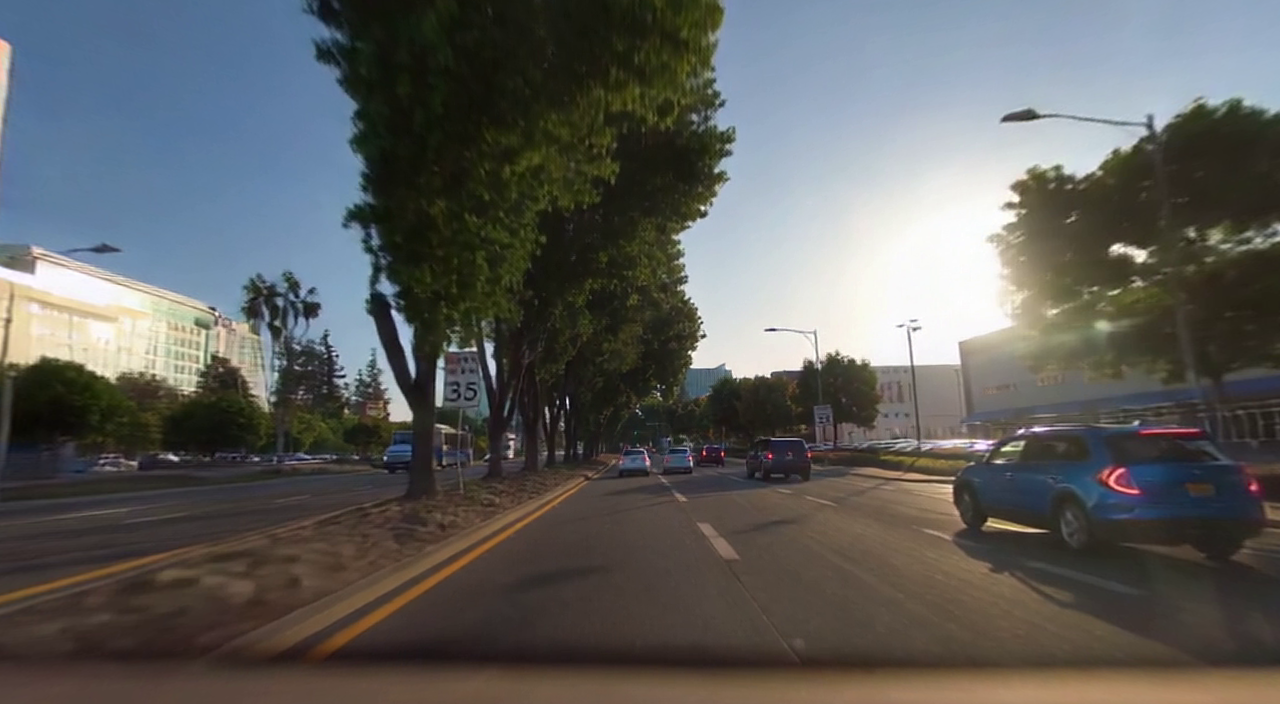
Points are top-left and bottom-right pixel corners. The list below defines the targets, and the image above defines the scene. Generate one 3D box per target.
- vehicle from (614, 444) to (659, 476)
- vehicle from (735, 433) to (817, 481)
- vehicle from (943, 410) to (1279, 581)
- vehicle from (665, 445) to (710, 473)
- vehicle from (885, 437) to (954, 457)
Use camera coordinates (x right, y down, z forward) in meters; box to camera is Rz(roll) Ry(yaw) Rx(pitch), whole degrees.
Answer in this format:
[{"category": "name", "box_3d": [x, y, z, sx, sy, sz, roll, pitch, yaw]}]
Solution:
[{"category": "vehicle", "box_3d": [-0.180, 5.138, 30.286, 2.056, 1.440, 3.798, 0, -8, -1]}, {"category": "vehicle", "box_3d": [5.499, 4.334, 26.309, 2.140, 1.811, 4.593, 0, -8, -3]}, {"category": "vehicle", "box_3d": [6.053, 1.714, 8.348, 1.949, 1.647, 4.261, 0, -8, 0]}, {"category": "vehicle", "box_3d": [2.431, 5.599, 33.282, 1.970, 1.402, 3.756, 0, -8, -2]}, {"category": "vehicle", "box_3d": [20.488, 6.989, 46.452, 4.083, 1.441, 2.008, 0, -8, -1]}]
